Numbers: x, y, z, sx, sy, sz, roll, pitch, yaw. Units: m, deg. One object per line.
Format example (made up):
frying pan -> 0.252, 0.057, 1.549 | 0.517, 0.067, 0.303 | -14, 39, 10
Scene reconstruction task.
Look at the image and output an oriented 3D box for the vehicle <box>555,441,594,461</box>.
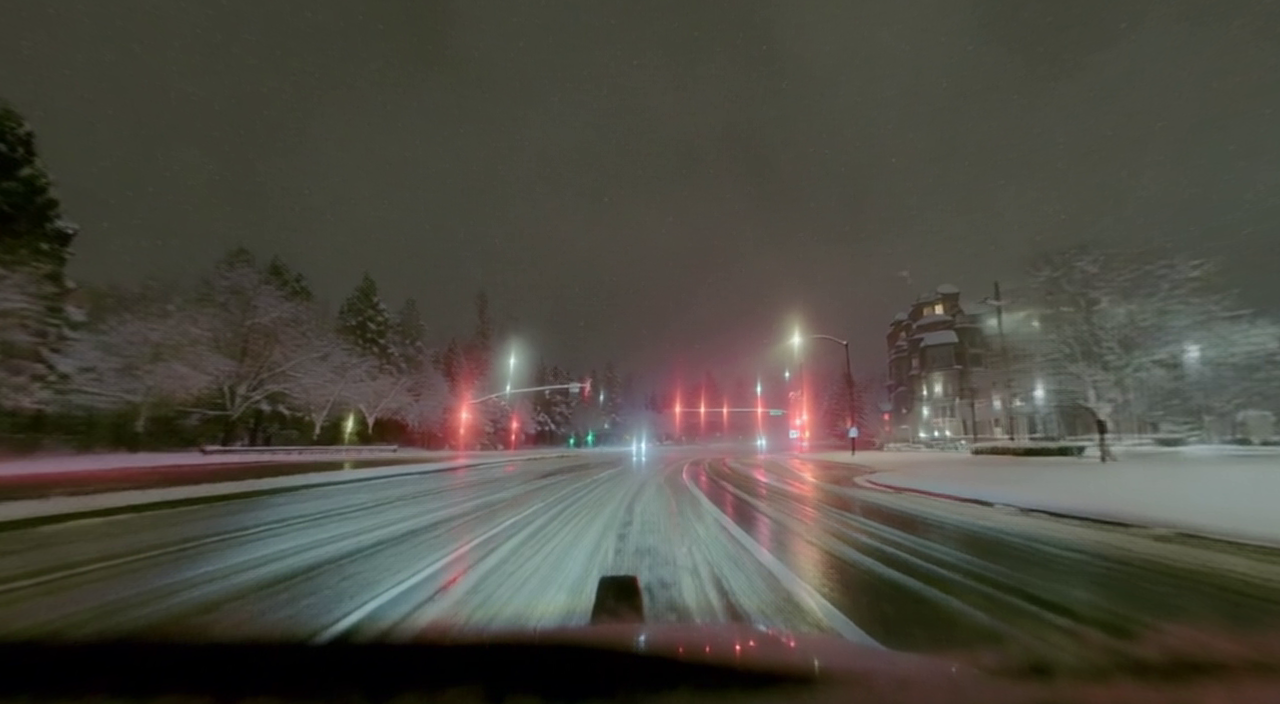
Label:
vehicle -> -4.957, 7.588, 48.561 | 1.893, 1.503, 4.309 | -1, -8, 9
